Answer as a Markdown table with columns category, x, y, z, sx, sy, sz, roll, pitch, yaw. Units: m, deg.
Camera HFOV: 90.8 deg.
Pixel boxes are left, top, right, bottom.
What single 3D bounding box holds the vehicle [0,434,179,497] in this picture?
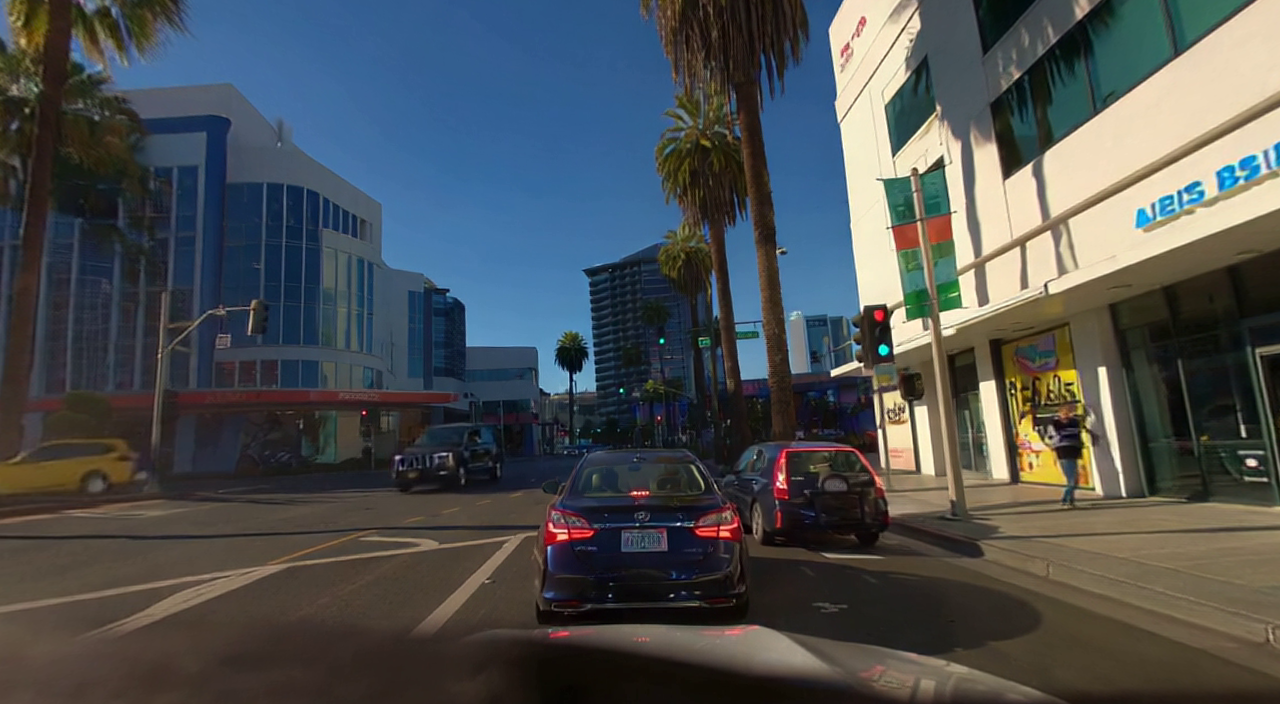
| category | x | y | z | sx | sy | sz | roll | pitch | yaw |
| --- | --- | --- | --- | --- | --- | --- | --- | --- | --- |
| vehicle | -18.557 | 3.631 | 20.646 | 2.029 | 1.822 | 5.090 | -6 | -10 | 35 |

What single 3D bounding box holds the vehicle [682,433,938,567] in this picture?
| category | x | y | z | sx | sy | sz | roll | pitch | yaw |
| --- | --- | --- | --- | --- | --- | --- | --- | --- | --- |
| vehicle | 2.101 | 2.001 | 9.509 | 2.090 | 1.466 | 4.676 | 1 | -8 | -7 |

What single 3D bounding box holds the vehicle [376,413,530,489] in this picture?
| category | x | y | z | sx | sy | sz | roll | pitch | yaw |
| --- | --- | --- | --- | --- | --- | --- | --- | --- | --- |
| vehicle | -5.407 | 3.004 | 19.395 | 2.190 | 1.964 | 5.614 | -2 | -8 | 10 |
